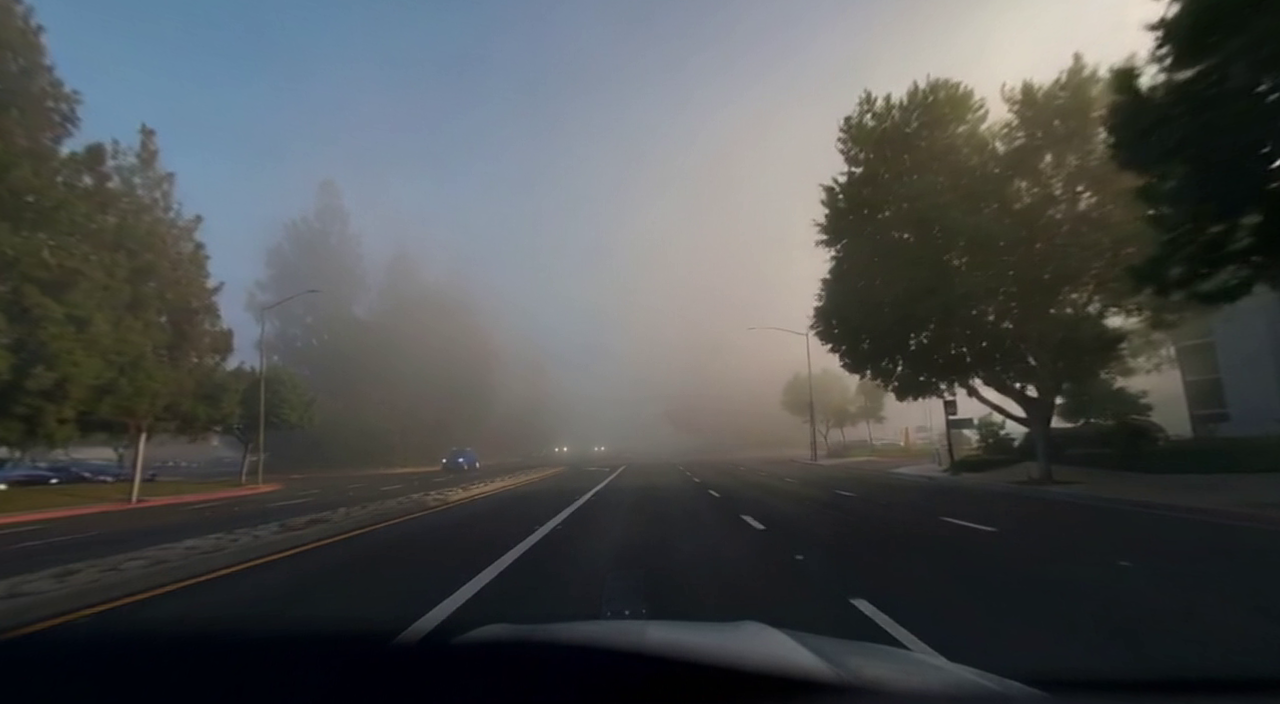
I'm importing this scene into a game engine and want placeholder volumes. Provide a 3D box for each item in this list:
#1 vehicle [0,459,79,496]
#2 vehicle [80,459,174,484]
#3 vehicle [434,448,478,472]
[{"bbox_3d":[-34.230,6.741,33.986,5.398,1.832,2.197,1,-8,-10],"label":"vehicle"},{"bbox_3d":[-40.526,9.445,49.926,5.288,1.786,2.076,2,-9,-15],"label":"vehicle"},{"bbox_3d":[-14.270,8.374,49.152,1.983,1.725,4.359,-1,-8,2],"label":"vehicle"}]
